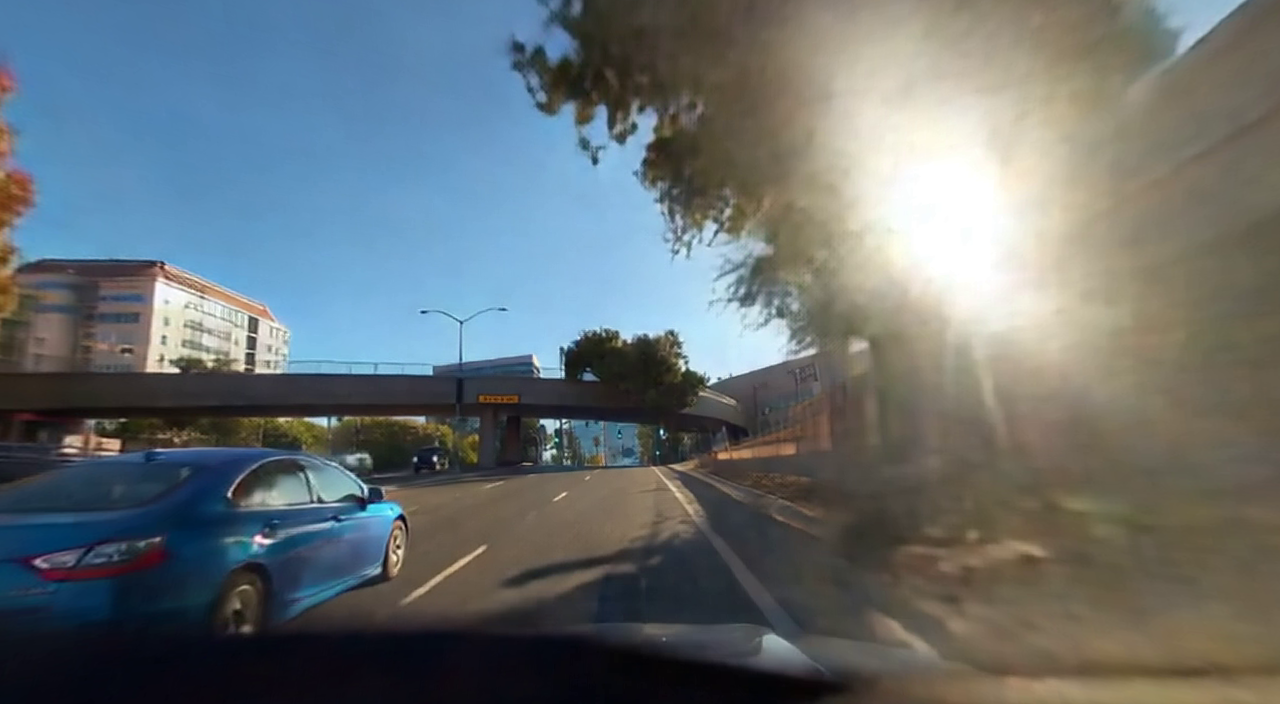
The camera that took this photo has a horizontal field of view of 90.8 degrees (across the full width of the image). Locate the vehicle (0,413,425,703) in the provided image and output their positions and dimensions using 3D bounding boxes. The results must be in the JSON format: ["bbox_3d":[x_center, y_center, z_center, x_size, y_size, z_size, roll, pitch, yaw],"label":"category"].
[{"bbox_3d":[-3.252,1.269,4.351,2.041,1.470,4.290,0,-8,0],"label":"vehicle"}]
